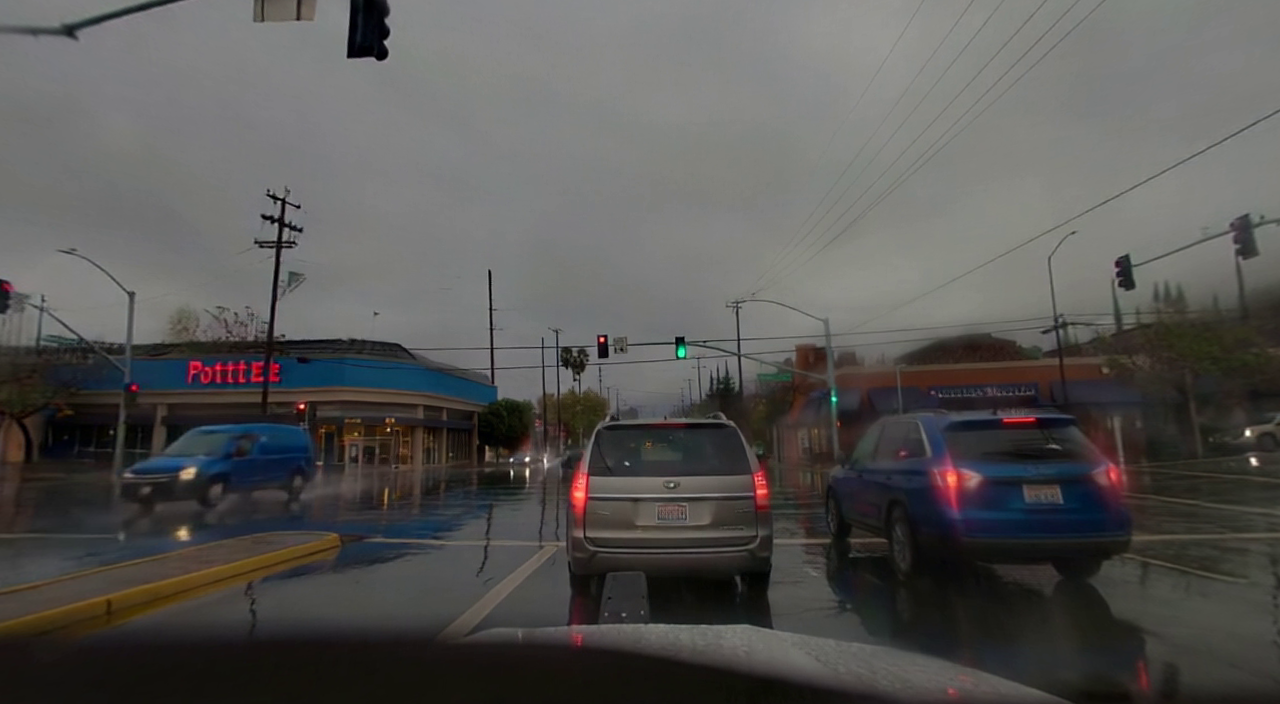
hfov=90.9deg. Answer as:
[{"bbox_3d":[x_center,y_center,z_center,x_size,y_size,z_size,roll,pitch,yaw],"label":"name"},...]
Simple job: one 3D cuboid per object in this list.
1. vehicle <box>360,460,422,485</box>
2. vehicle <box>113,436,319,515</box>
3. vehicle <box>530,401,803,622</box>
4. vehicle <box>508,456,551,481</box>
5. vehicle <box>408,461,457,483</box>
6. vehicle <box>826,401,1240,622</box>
[{"bbox_3d":[-16.234,7.855,41.429,1.872,1.433,4.404,-1,-8,6],"label":"vehicle"},{"bbox_3d":[-10.925,3.183,16.818,2.029,1.776,4.711,-1,-8,3],"label":"vehicle"},{"bbox_3d":[0.258,1.509,6.829,2.098,1.682,3.778,0,-8,2],"label":"vehicle"},{"bbox_3d":[-8.398,8.839,48.202,2.023,1.713,4.451,-1,-8,6],"label":"vehicle"},{"bbox_3d":[-15.483,8.961,47.269,1.875,1.475,4.449,-1,-8,5],"label":"vehicle"},{"bbox_3d":[3.616,1.523,6.976,1.976,1.664,4.189,-1,-8,2],"label":"vehicle"}]
